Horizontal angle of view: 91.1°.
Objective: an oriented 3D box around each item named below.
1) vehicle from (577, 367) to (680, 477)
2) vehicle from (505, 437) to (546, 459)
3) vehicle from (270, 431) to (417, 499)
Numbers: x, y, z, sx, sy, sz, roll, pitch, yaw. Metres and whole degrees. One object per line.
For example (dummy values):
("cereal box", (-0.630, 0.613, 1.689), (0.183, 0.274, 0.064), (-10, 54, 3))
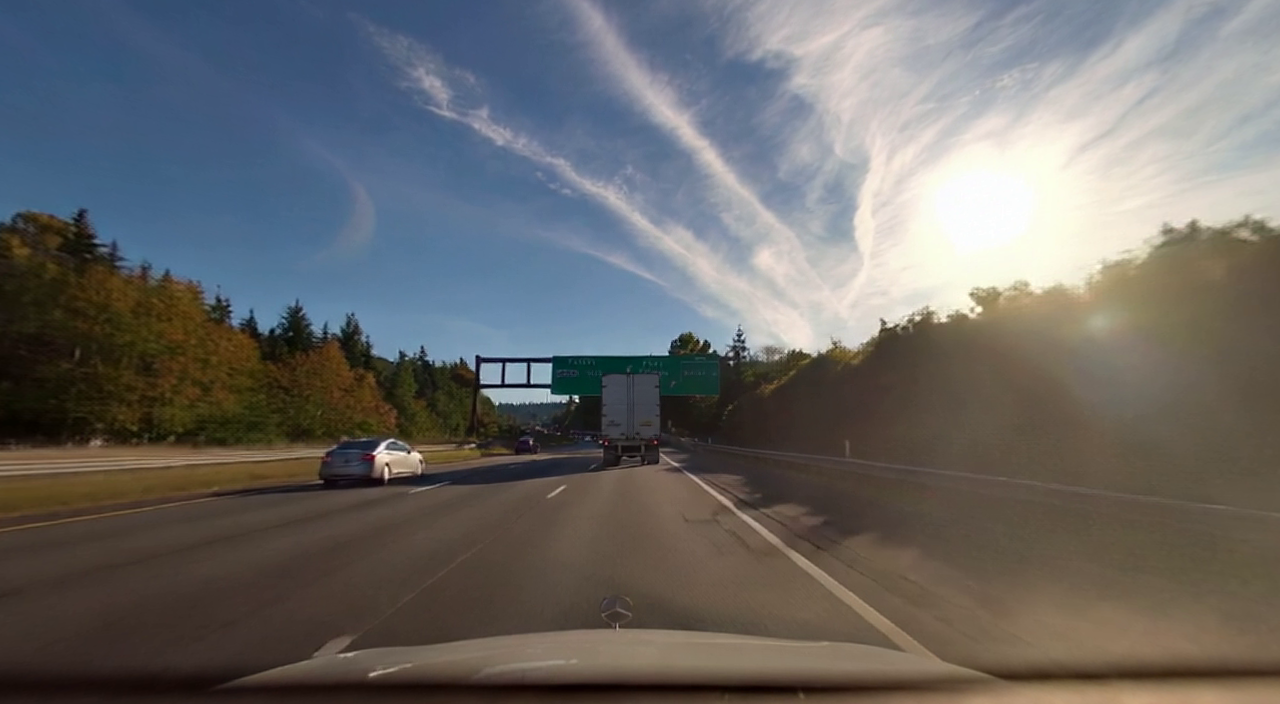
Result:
("vehicle", (-0.446, 3.115, 26.464), (3.033, 3.223, 14.836), (2, -8, -1))
("vehicle", (-7.800, 6.553, 43.112), (1.949, 1.437, 4.296), (0, -8, 0))
("vehicle", (-7.211, 2.736, 15.757), (1.856, 1.479, 3.710), (0, -8, 0))
